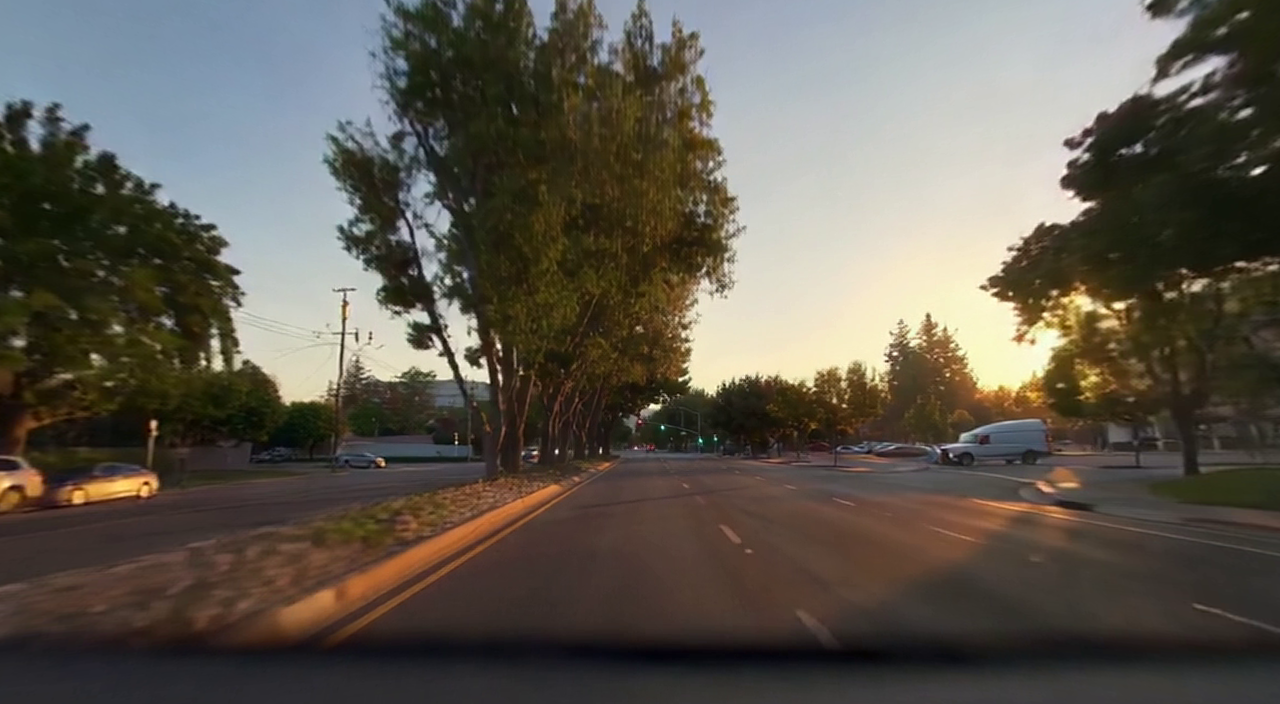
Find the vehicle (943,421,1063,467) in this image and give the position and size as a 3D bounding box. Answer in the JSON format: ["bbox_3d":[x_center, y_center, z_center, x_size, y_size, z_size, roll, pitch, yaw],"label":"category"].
[{"bbox_3d":[21.810,5.565,38.153,5.506,2.643,2.681,0,-8,3],"label":"vehicle"}]

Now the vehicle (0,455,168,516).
[{"bbox_3d":[-18.193,4.344,20.910,1.808,1.488,4.202,-2,-6,1],"label":"vehicle"}]
